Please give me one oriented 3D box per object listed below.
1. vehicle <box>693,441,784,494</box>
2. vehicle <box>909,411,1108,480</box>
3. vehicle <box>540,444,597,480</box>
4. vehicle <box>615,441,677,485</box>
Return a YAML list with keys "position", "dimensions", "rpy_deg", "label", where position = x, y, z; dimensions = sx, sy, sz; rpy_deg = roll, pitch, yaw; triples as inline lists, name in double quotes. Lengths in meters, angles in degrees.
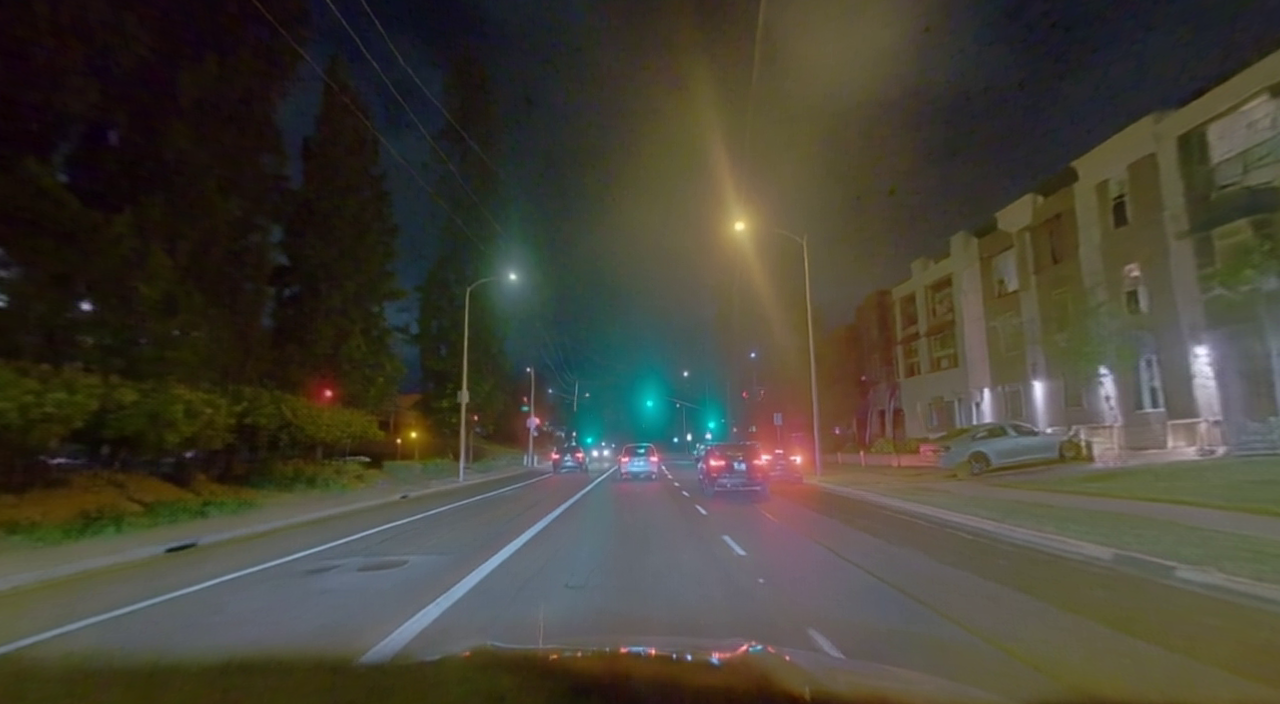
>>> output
- position: [2.992, 3.622, 20.273]
  dimensions: [2.158, 1.483, 4.415]
  rpy_deg: [0, -8, -1]
  label: "vehicle"
- position: [13.802, 3.527, 23.944]
  dimensions: [5.929, 1.970, 2.381]
  rpy_deg: [-5, -8, -2]
  label: "vehicle"
- position: [-3.146, 4.923, 28.633]
  dimensions: [2.012, 1.505, 4.205]
  rpy_deg: [0, -8, 2]
  label: "vehicle"
- position: [0.186, 4.070, 23.461]
  dimensions: [2.101, 1.467, 4.210]
  rpy_deg: [0, -8, 0]
  label: "vehicle"
